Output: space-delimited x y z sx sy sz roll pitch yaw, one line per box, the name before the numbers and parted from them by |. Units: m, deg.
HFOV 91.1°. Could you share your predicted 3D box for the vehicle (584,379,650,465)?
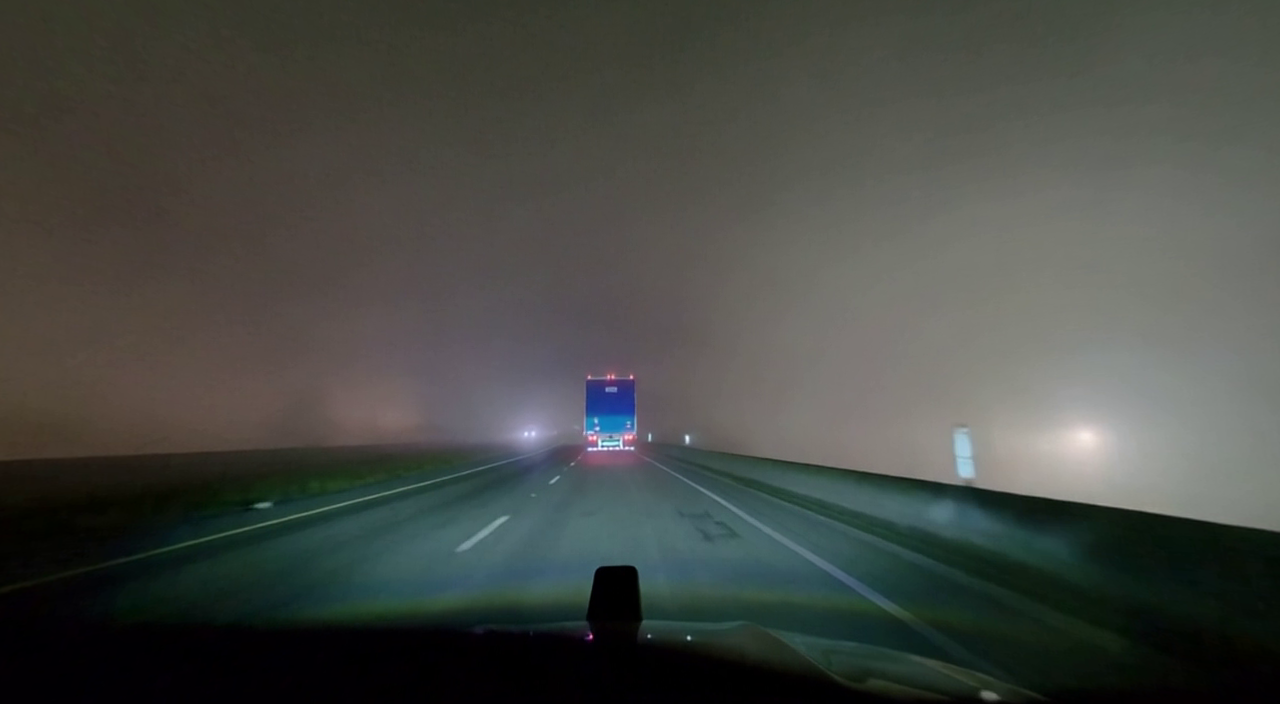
vehicle | -1.311 3.906 34.165 3.023 3.965 10.402 0 -8 -3
